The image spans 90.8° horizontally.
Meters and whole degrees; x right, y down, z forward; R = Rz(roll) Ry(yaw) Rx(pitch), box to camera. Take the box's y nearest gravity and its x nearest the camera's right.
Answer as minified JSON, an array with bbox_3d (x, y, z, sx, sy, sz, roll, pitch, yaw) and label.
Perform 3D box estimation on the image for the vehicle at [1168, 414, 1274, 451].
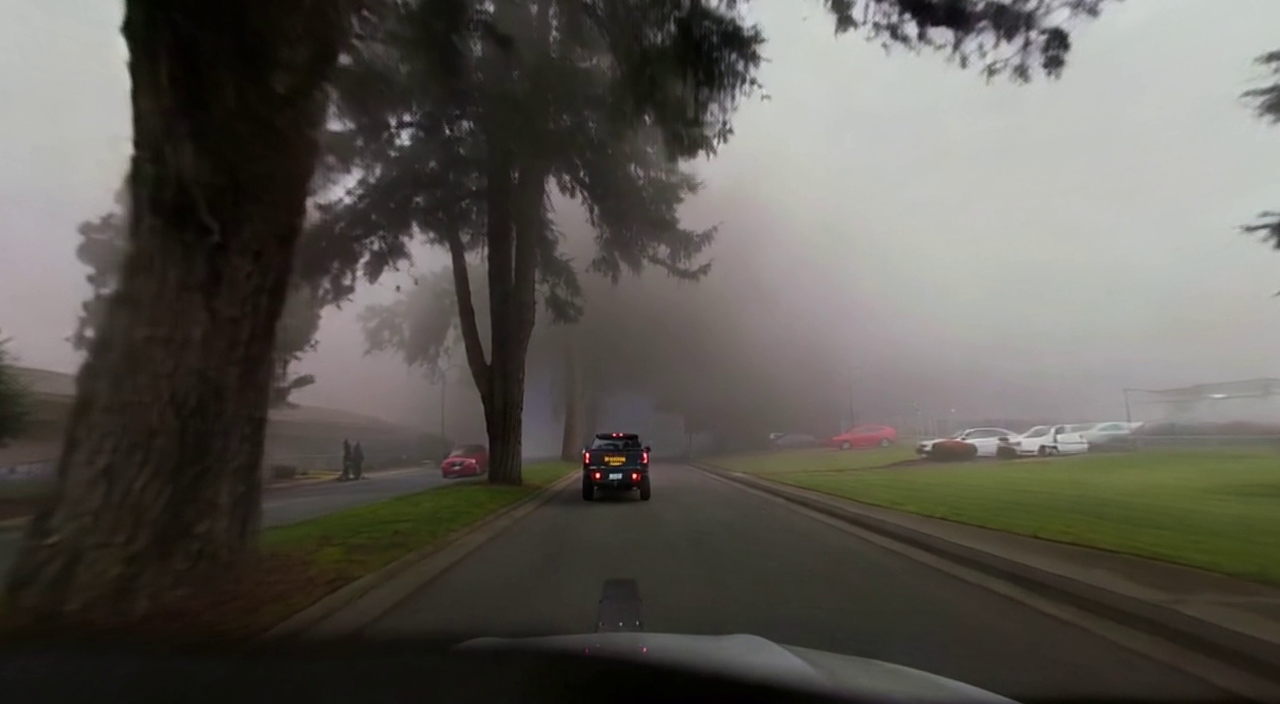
[{"bbox_3d":[29.489,4.142,32.223,1.666,1.765,3.809,0,-8,0],"label":"vehicle"}]

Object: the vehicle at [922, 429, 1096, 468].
[{"bbox_3d":[14.271,3.761,24.746,5.344,1.440,2.318,0,-8,2],"label":"vehicle"}]

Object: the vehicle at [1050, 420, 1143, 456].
[{"bbox_3d":[22.964,4.380,31.972,1.870,1.716,3.660,0,-8,0],"label":"vehicle"}]

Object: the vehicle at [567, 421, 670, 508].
[{"bbox_3d":[-0.511,2.793,16.253,2.157,1.816,5.804,0,-8,-1],"label":"vehicle"}]

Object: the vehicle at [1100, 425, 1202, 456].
[{"bbox_3d":[25.631,4.449,31.852,1.816,1.452,3.934,0,-8,0],"label":"vehicle"}]

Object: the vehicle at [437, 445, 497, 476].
[{"bbox_3d":[-9.038,5.676,33.408,2.027,1.493,4.707,0,-8,-2],"label":"vehicle"}]

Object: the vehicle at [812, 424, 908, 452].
[{"bbox_3d":[13.088,5.168,37.825,4.788,1.625,2.319,0,-8,-3],"label":"vehicle"}]
